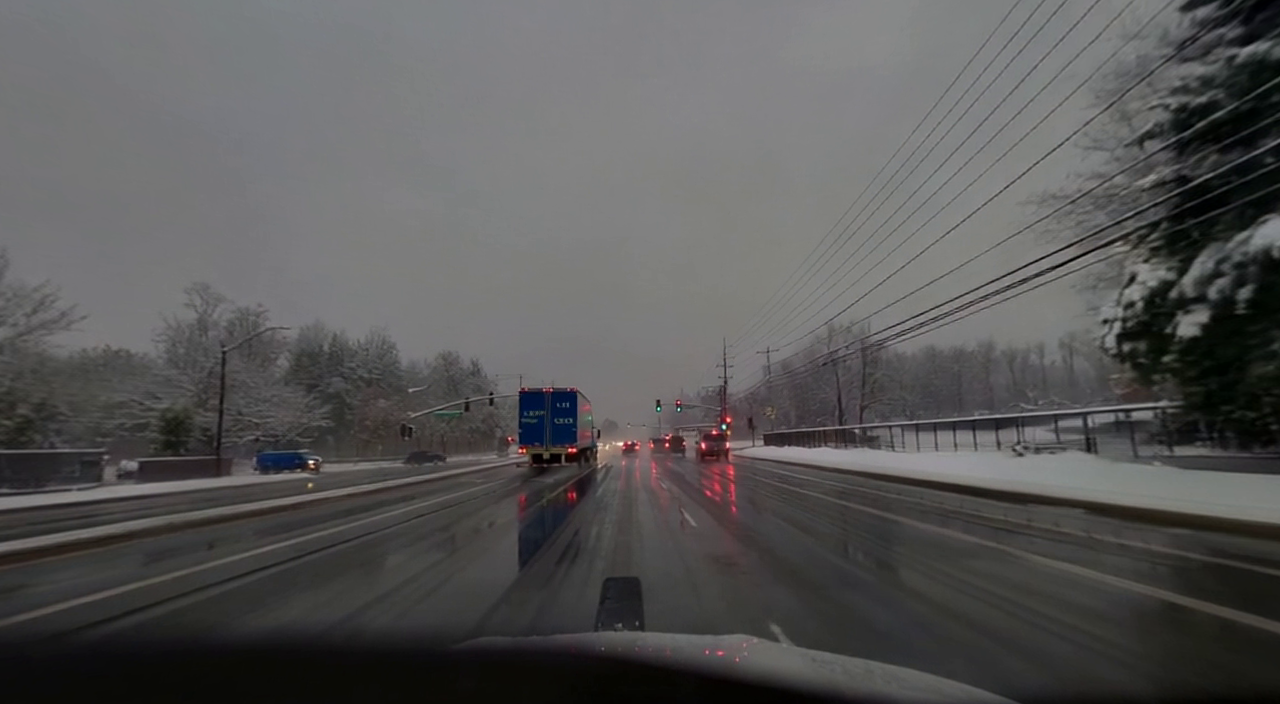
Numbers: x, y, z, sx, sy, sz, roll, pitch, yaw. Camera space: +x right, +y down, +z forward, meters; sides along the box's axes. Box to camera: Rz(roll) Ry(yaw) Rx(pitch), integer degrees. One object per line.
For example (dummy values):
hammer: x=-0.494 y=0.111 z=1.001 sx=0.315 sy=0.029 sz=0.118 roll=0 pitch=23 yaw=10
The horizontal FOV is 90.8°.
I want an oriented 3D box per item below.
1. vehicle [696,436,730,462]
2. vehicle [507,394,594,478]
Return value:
vehicle: x=5.024 y=6.726 z=43.938 sx=2.102 sy=1.662 sz=4.533 roll=-1 pitch=-8 yaw=4
vehicle: x=-3.912 y=3.995 z=29.626 sx=2.889 sy=3.347 sz=8.285 roll=0 pitch=-8 yaw=0
